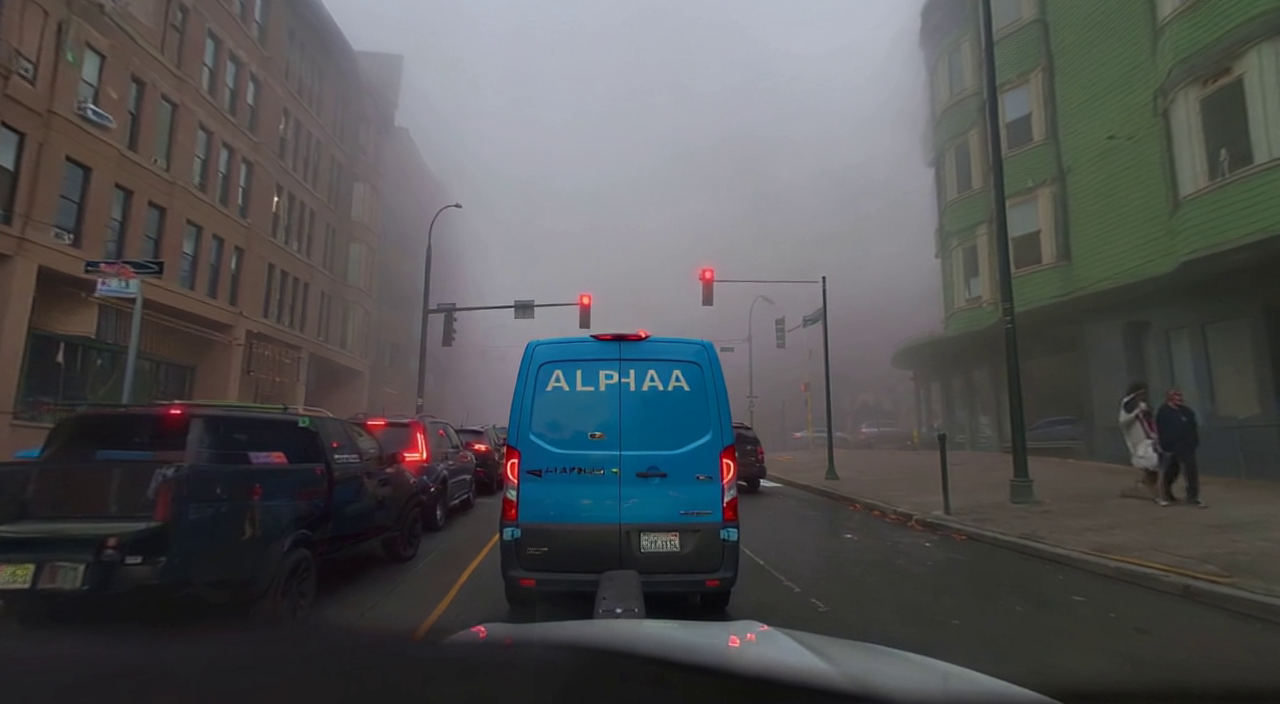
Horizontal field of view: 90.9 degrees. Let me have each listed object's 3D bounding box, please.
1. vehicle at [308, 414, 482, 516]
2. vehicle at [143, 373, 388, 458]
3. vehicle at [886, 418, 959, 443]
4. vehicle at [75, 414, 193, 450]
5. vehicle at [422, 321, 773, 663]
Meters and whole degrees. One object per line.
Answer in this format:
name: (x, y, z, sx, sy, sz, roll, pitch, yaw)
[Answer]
vehicle: (-3.970, 1.861, 10.870, 1.841, 1.461, 3.426, 1, -8, -5)
vehicle: (-15.110, 2.685, 26.157, 8.088, 3.213, 2.801, 1, -8, -11)
vehicle: (16.002, 4.456, 35.723, 3.381, 1.391, 1.529, 1, -8, -9)
vehicle: (-22.938, 3.662, 28.673, 3.713, 1.571, 1.751, 1, -8, -7)
vehicle: (-0.342, 1.051, 5.746, 1.951, 1.907, 4.266, 0, -8, -3)
